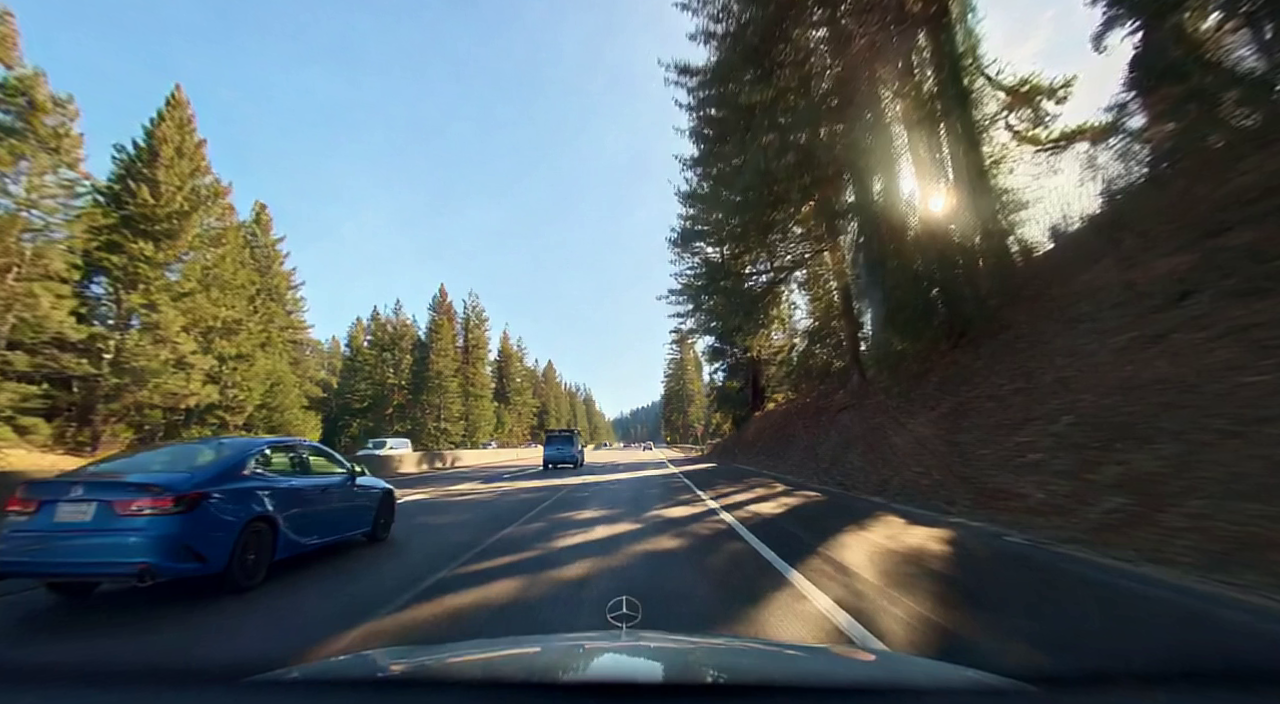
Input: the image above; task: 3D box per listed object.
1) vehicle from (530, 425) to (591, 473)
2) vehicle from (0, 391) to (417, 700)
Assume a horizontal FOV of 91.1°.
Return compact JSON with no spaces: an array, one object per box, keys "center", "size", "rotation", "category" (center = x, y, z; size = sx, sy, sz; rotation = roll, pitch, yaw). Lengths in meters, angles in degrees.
[{"center":[-3.724,4.666,30.395],"size":[2.241,2.095,4.985],"rotation":[0,-8,0],"category":"vehicle"},{"center":[-3.920,1.338,5.657],"size":[2.053,1.589,4.671],"rotation":[0,-8,1],"category":"vehicle"}]
